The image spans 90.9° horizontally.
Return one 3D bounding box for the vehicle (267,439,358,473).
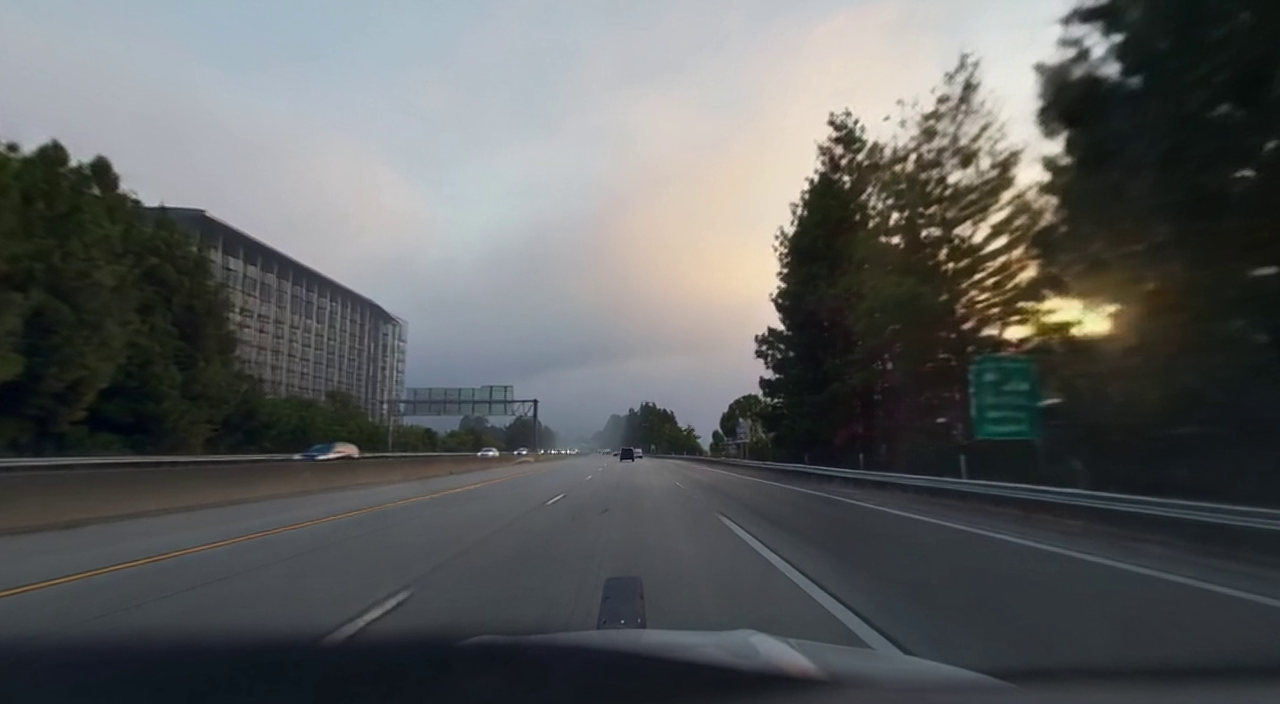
[{"bbox_3d":[-15.245,4.863,29.668,1.922,1.465,4.498,0,-9,-1],"label":"vehicle"}]
